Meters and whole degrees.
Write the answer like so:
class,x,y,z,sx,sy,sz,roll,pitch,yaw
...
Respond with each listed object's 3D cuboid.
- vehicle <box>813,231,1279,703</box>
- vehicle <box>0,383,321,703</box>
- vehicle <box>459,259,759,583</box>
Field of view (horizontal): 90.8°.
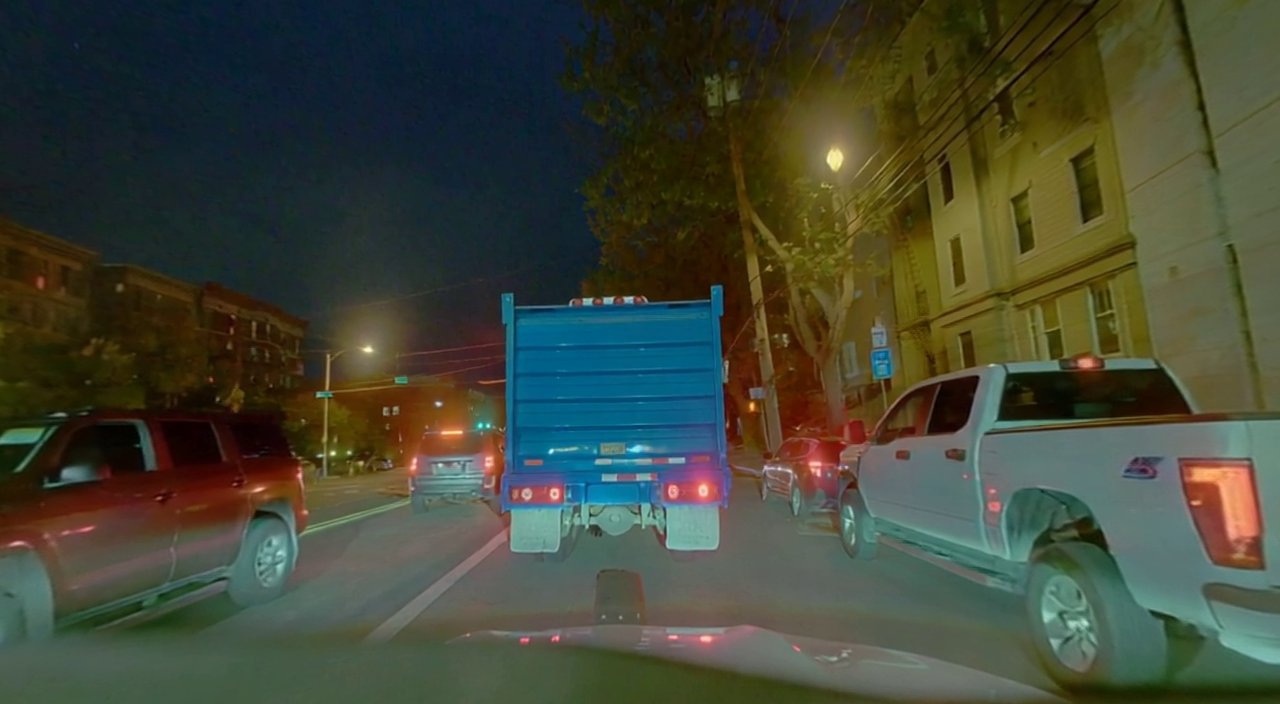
class,x,y,z,sx,sy,sz,roll,pitch,yaw
vehicle,3.239,0.966,4.911,2.242,1.979,5.722,0,-8,1
vehicle,-4.122,1.101,3.820,1.988,1.657,4.492,0,-8,1
vehicle,-0.258,1.231,10.367,2.878,3.204,8.244,0,-8,1
